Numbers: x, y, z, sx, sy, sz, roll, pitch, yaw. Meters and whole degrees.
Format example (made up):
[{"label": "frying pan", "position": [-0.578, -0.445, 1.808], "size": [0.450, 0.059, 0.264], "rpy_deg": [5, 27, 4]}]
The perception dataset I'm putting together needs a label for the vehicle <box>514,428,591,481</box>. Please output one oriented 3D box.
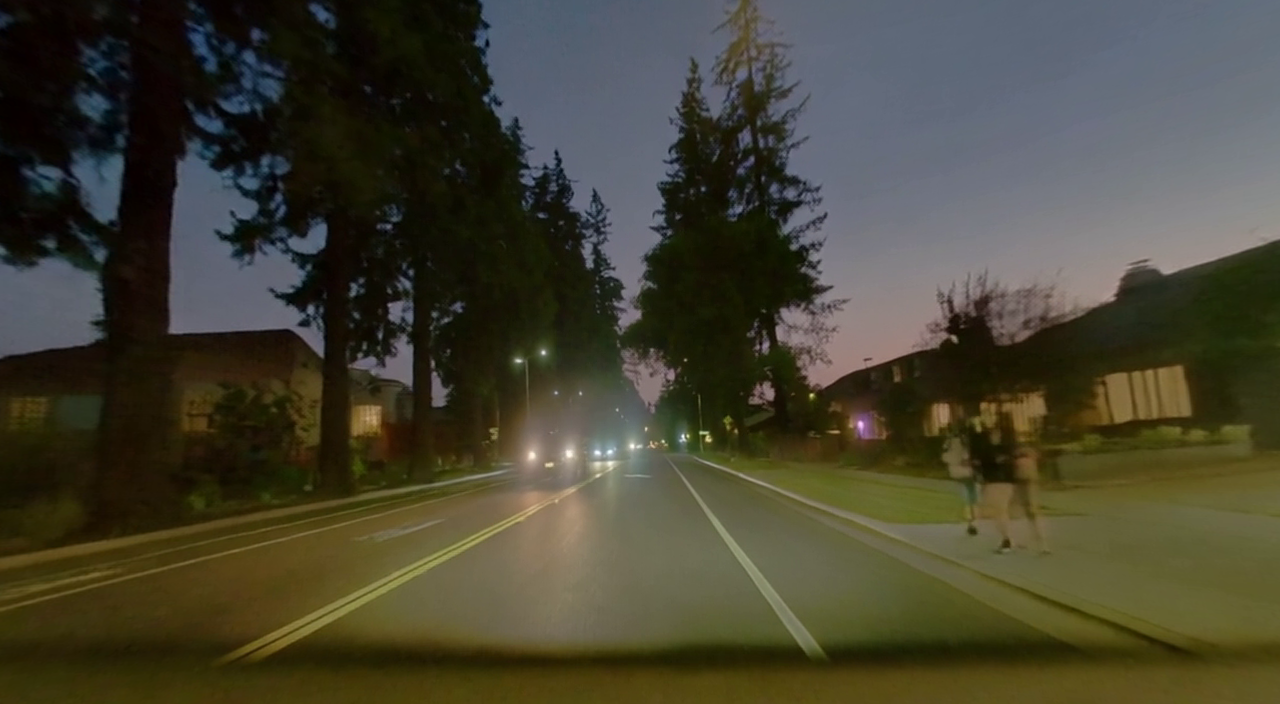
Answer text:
[{"label": "vehicle", "position": [-3.689, 4.498, 27.937], "size": [2.417, 2.088, 5.780], "rpy_deg": [0, -9, 2]}]
